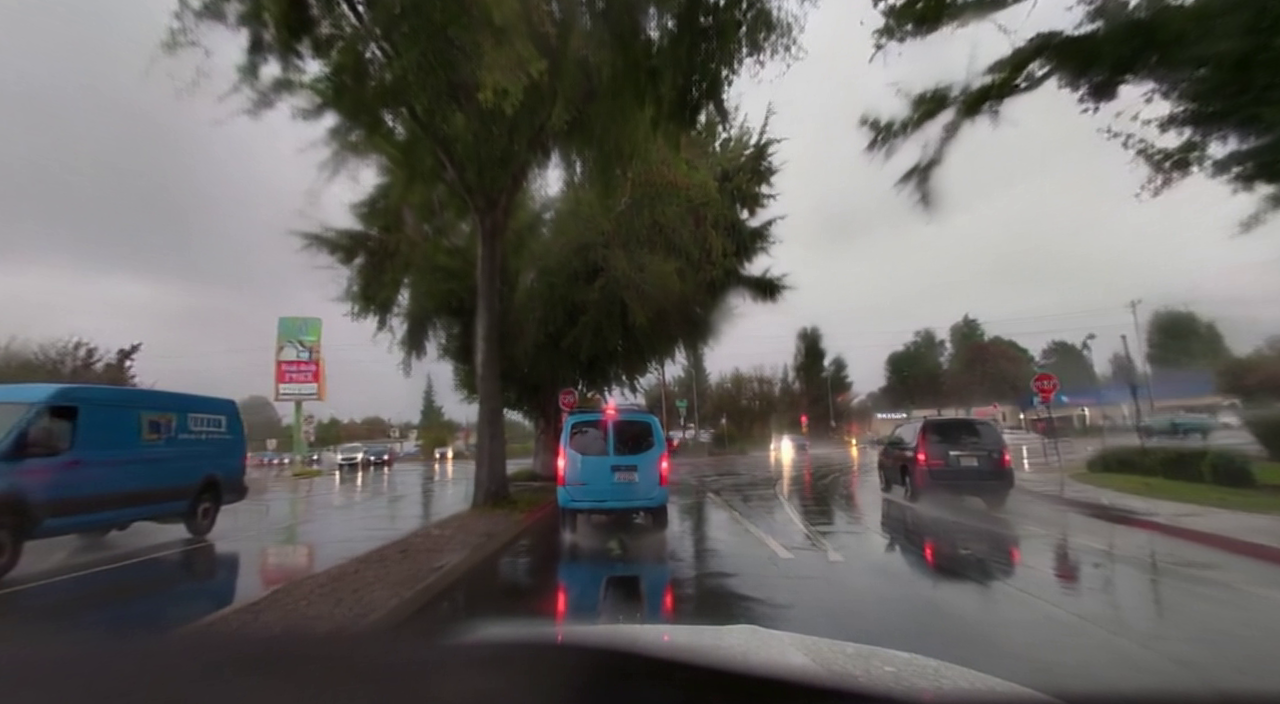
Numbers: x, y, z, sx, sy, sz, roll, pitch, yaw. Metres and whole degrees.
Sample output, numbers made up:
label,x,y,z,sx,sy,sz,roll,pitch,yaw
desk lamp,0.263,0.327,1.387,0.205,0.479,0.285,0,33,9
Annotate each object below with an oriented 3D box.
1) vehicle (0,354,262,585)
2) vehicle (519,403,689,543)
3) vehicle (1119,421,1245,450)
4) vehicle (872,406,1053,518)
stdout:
label,x,y,z,sx,sy,sz,roll,pitch,yaw
vehicle,-7.986,1.541,8.649,2.426,2.410,5.046,0,-8,0
vehicle,-0.378,1.931,10.659,2.237,1.828,4.546,-1,-8,3
vehicle,29.561,4.592,34.563,5.155,1.515,2.131,1,-8,-6
vehicle,6.716,2.352,13.923,2.204,1.973,4.946,-2,-9,12
